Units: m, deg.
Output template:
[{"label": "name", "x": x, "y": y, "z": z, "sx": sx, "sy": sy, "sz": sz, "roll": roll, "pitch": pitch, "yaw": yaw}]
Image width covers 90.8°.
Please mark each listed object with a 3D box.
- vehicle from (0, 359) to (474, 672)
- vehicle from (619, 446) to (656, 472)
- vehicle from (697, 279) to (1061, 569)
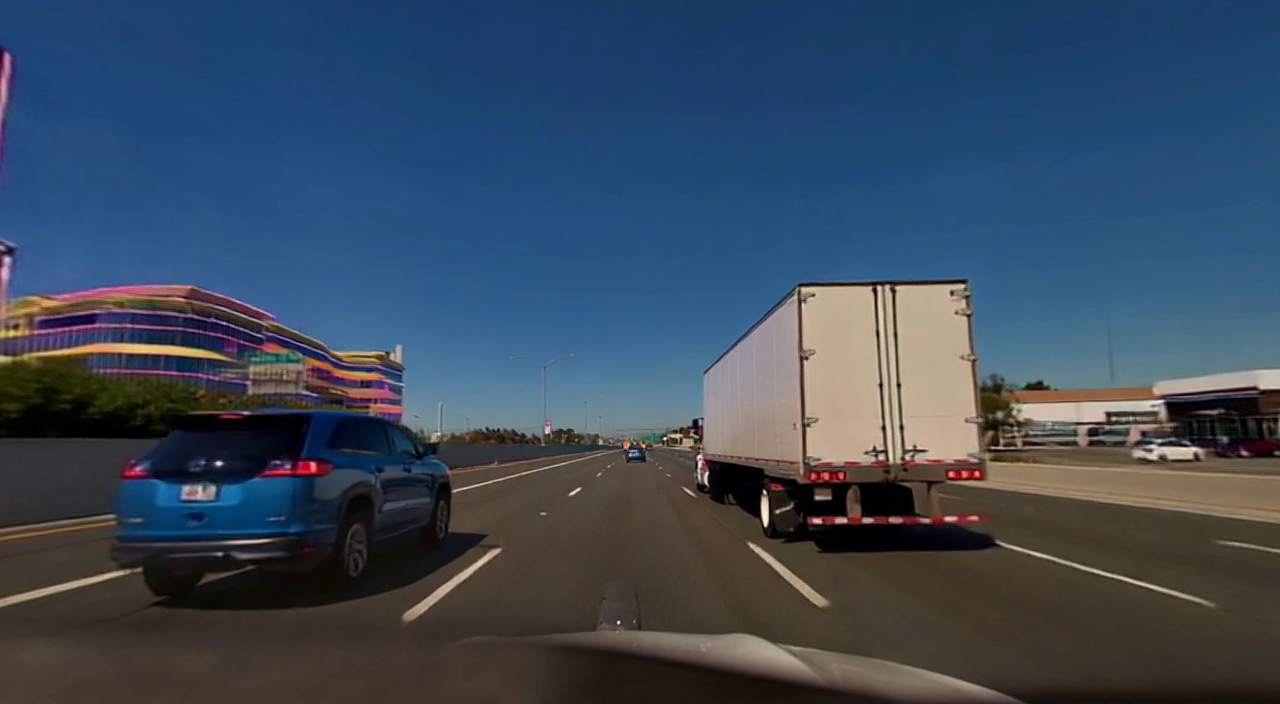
[{"label": "vehicle", "x": -3.356, "y": 1.287, "z": 6.070, "sx": 2.229, "sy": 1.806, "sz": 4.698, "roll": 0, "pitch": -9, "yaw": 0}, {"label": "vehicle", "x": -0.151, "y": 6.010, "z": 35.761, "sx": 1.929, "sy": 1.395, "sz": 3.999, "roll": 0, "pitch": -8, "yaw": 0}, {"label": "vehicle", "x": 3.175, "y": 1.585, "z": 12.717, "sx": 2.934, "sy": 3.325, "sz": 10.986, "roll": 0, "pitch": -9, "yaw": -1}]
